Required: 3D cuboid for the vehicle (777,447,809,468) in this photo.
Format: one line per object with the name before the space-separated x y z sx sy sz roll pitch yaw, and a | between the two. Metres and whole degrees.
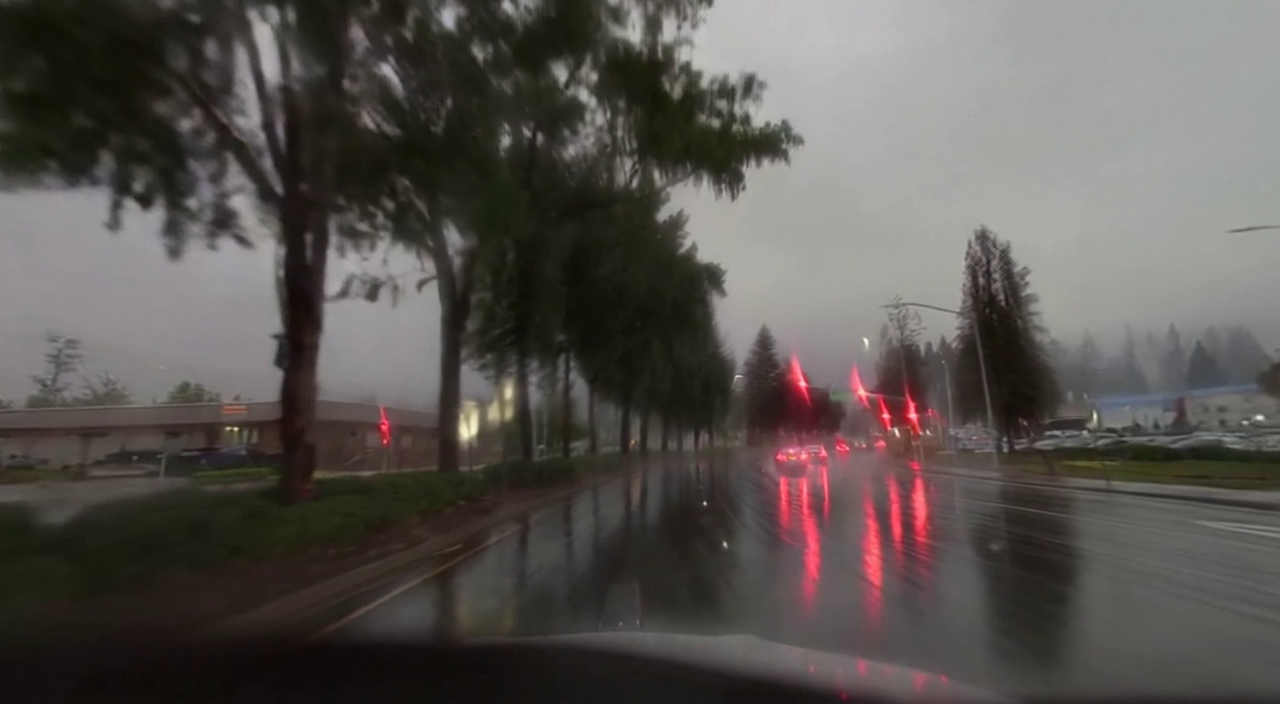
vehicle | 11.579 7.965 47.907 1.988 1.460 3.996 -2 -9 9
